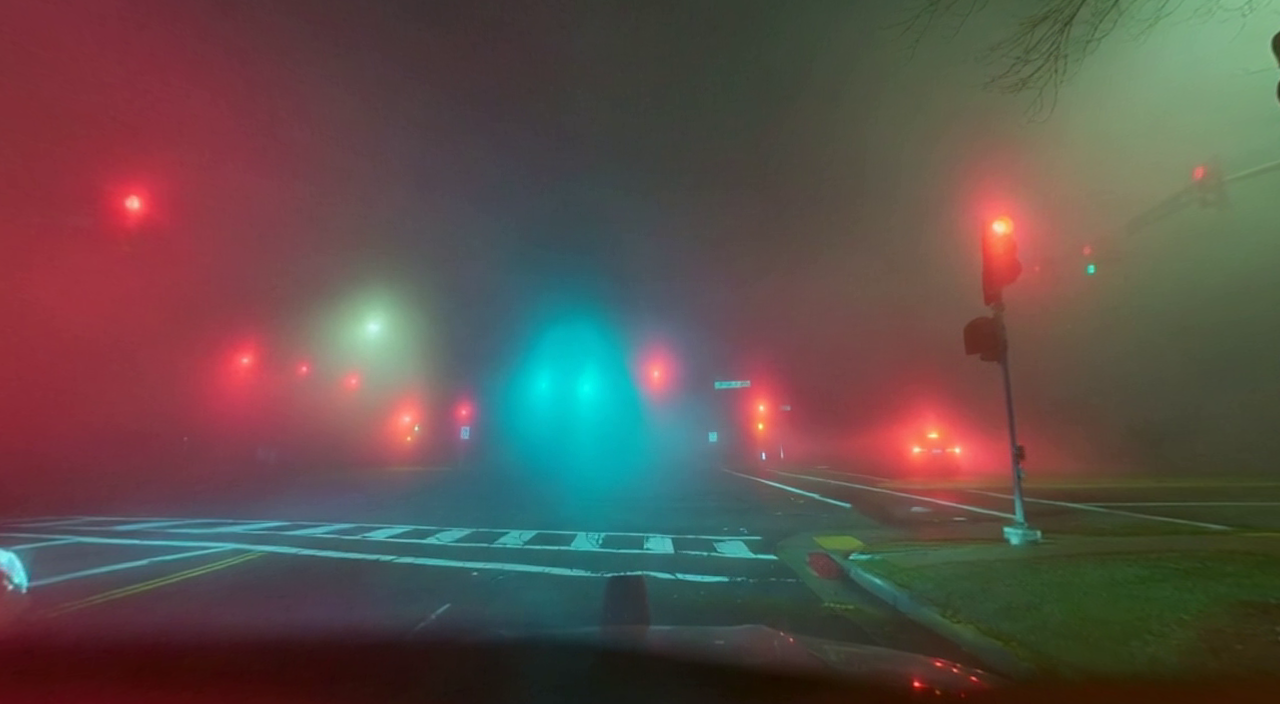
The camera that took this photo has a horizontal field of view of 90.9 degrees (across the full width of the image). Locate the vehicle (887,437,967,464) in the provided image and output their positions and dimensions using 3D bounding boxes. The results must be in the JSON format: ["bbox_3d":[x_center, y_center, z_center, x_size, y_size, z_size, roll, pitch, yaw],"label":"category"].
[{"bbox_3d":[16.115,5.560,35.567,3.952,1.468,1.768,-4,-9,22],"label":"vehicle"}]
